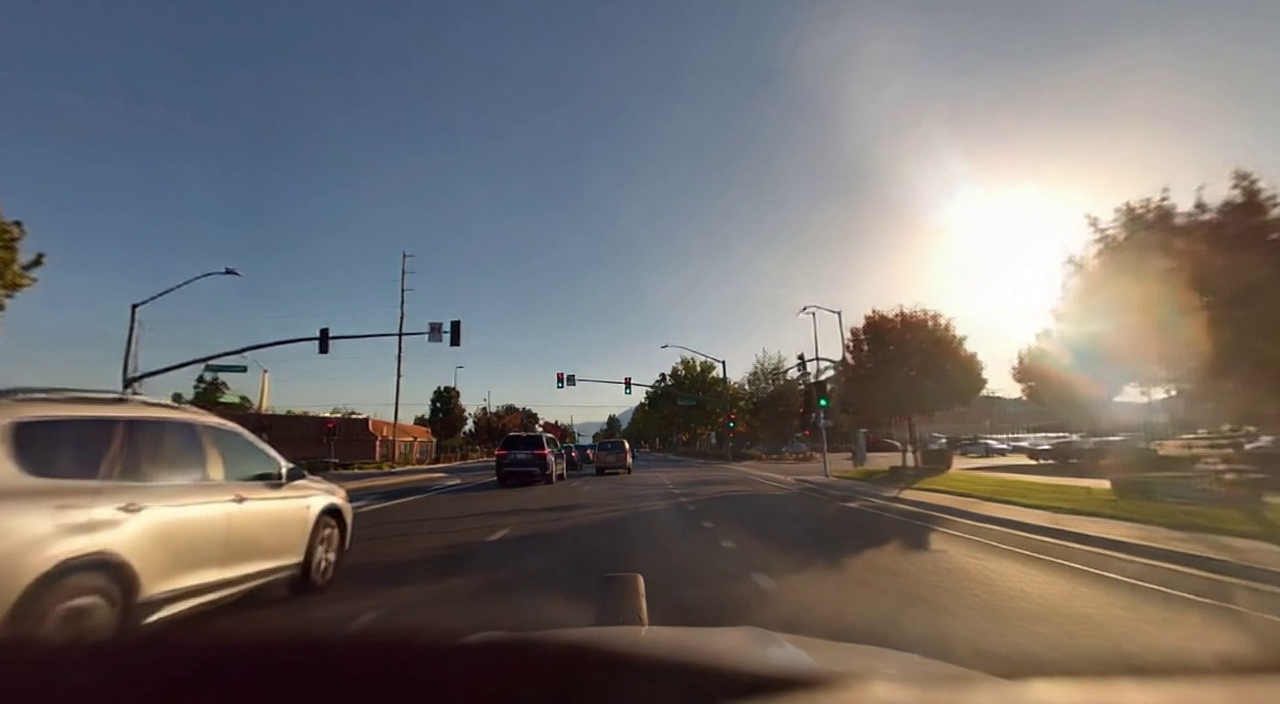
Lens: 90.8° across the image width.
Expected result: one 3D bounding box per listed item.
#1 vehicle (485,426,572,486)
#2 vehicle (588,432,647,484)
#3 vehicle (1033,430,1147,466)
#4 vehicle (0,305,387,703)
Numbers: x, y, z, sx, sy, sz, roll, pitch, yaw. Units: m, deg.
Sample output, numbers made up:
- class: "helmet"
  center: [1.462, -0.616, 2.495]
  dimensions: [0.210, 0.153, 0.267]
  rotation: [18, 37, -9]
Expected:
- class: "vehicle"
  center: [-4.043, 3.911, 24.096]
  dimensions: [2.252, 1.999, 5.605]
  rotation: [0, -8, 0]
- class: "vehicle"
  center: [-0.805, 4.041, 24.289]
  dimensions: [2.061, 1.809, 4.141]
  rotation: [0, -8, -1]
- class: "vehicle"
  center: [26.490, 5.673, 37.316]
  dimensions: [5.039, 1.877, 2.076]
  rotation: [-2, -8, 0]
- class: "vehicle"
  center: [-3.702, 0.963, 3.963]
  dimensions: [2.159, 1.877, 4.925]
  rotation: [0, -8, 0]
